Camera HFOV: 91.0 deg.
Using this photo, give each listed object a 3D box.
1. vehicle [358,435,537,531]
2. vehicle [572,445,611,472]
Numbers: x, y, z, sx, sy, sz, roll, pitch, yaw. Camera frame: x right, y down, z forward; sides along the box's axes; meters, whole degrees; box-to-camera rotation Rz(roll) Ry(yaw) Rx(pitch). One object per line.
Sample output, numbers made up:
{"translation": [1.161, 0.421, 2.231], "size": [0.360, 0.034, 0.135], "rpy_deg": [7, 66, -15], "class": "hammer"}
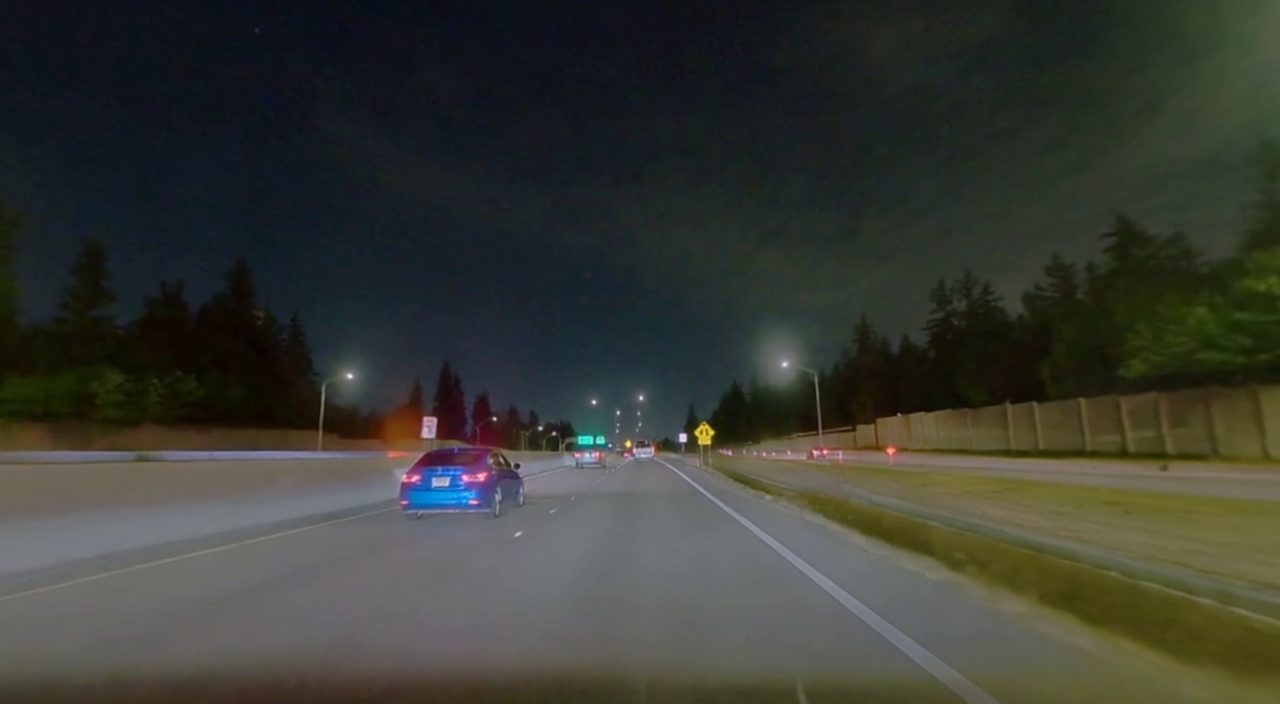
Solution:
{"translation": [-3.448, 2.443, 12.383], "size": [2.012, 1.510, 4.672], "rpy_deg": [0, -9, 0], "class": "vehicle"}
{"translation": [-2.808, 6.243, 37.100], "size": [1.965, 1.459, 4.145], "rpy_deg": [0, -9, 0], "class": "vehicle"}
